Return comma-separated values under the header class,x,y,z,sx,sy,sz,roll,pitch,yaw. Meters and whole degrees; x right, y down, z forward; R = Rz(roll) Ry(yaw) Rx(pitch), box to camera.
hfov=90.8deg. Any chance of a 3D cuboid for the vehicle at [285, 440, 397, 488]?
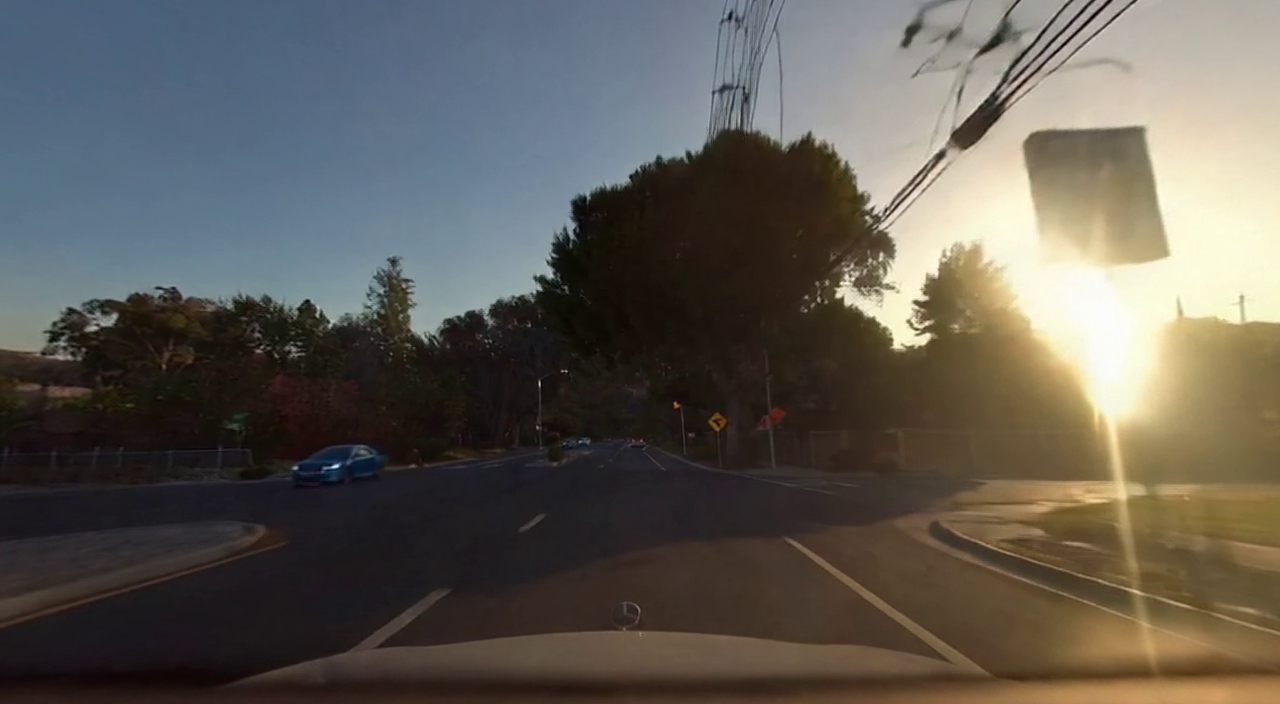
class,x,y,z,sx,sy,sz,roll,pitch,yaw
vehicle,-11.408,4.286,24.549,2.072,1.680,4.705,0,-9,-1
